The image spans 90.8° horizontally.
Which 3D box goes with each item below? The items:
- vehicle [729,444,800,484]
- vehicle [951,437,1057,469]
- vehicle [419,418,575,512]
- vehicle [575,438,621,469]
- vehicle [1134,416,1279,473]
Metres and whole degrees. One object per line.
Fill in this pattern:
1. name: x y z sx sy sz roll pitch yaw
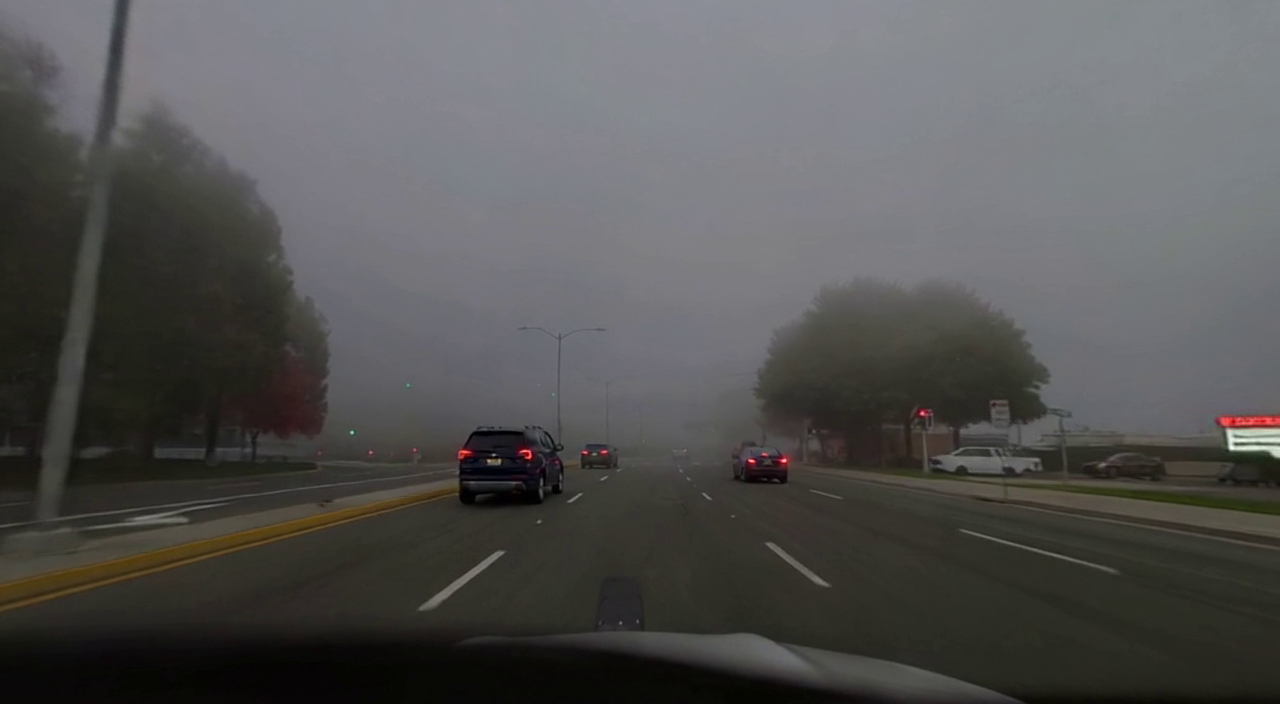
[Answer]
1. vehicle: 4.967 4.506 25.844 1.960 1.471 4.378 0 -8 -1
2. vehicle: 20.035 5.562 34.797 4.972 1.547 2.226 2 -9 -20
3. vehicle: -3.164 2.683 15.519 2.450 1.866 5.416 0 -8 1
4. vehicle: -2.606 6.472 40.490 2.305 1.833 4.912 0 -8 3
5. vehicle: 27.649 4.337 29.632 2.943 2.298 7.374 0 -8 0
